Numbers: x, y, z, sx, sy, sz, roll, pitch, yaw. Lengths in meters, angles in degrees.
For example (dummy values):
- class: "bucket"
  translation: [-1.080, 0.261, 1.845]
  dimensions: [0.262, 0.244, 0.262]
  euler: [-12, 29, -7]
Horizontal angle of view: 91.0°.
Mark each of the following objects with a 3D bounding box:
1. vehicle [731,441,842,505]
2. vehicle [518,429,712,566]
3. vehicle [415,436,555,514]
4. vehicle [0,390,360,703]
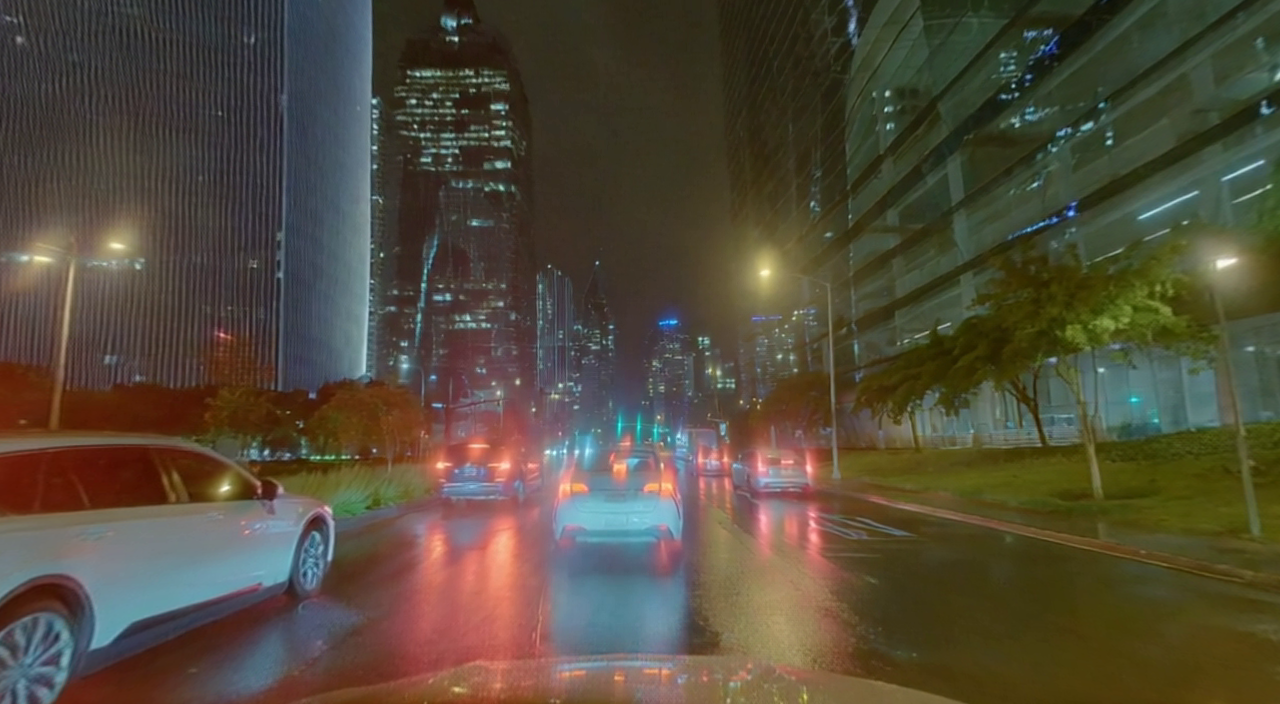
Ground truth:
- class: "vehicle"
  translation: [3.841, 3.225, 17.271]
  dimensions: [1.940, 1.514, 4.187]
  euler: [0, -9, -1]
- class: "vehicle"
  translation: [-0.231, 1.964, 9.303]
  dimensions: [2.174, 1.509, 4.374]
  euler: [0, -9, 1]
- class: "vehicle"
  translation: [-3.346, 2.752, 14.634]
  dimensions: [2.044, 1.508, 4.479]
  euler: [0, -9, 1]
- class: "vehicle"
  translation: [-3.564, 1.098, 3.735]
  dimensions: [1.933, 1.520, 4.195]
  euler: [0, -9, -1]
